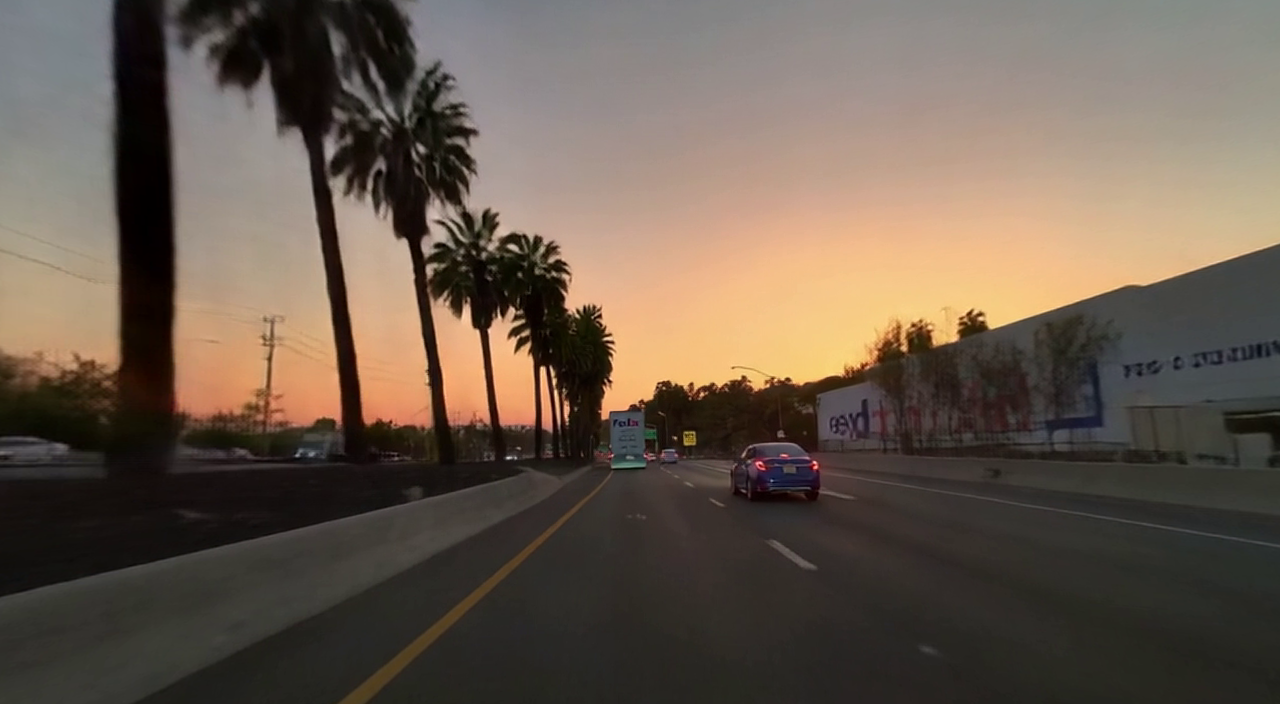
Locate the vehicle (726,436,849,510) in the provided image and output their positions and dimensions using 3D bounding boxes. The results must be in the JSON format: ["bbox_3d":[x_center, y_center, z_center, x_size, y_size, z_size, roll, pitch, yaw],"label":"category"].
[{"bbox_3d":[3.448,2.907,15.618,1.966,1.558,4.238,0,-9,-1],"label":"vehicle"}]

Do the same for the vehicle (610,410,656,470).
[{"bbox_3d":[-0.652,6.999,49.752,3.243,4.134,11.656,0,-9,-2],"label":"vehicle"}]
